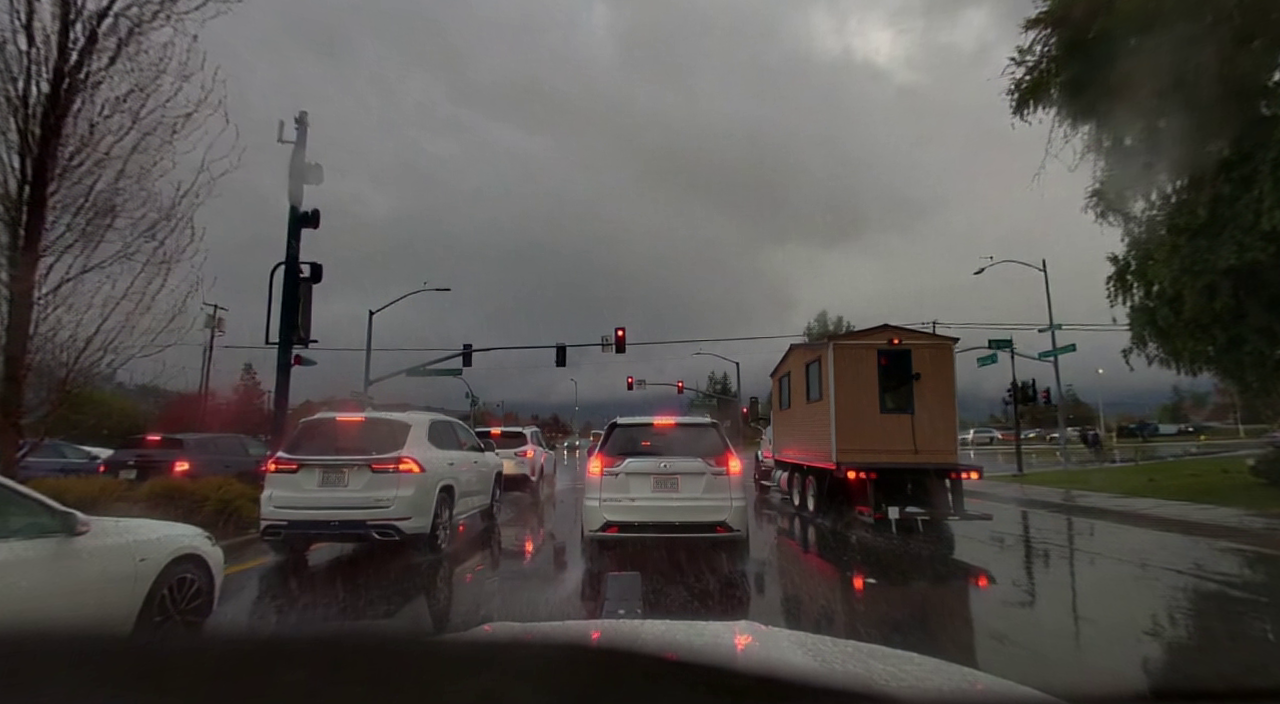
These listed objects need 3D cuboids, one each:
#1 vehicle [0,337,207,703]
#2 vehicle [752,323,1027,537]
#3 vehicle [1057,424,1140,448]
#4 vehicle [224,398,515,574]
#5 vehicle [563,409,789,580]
[{"bbox_3d":[-3.432,0.675,1.470,1.952,1.730,4.116,0,-9,-1],"label":"vehicle"},{"bbox_3d":[3.689,1.396,10.996,2.531,2.750,5.595,0,-8,1],"label":"vehicle"},{"bbox_3d":[33.171,6.142,45.879,4.671,1.595,1.824,-6,-10,31],"label":"vehicle"},{"bbox_3d":[-3.267,1.724,8.852,2.085,1.812,4.388,0,-9,0],"label":"vehicle"},{"bbox_3d":[0.362,1.702,8.312,2.189,1.649,4.171,0,-9,0],"label":"vehicle"}]
